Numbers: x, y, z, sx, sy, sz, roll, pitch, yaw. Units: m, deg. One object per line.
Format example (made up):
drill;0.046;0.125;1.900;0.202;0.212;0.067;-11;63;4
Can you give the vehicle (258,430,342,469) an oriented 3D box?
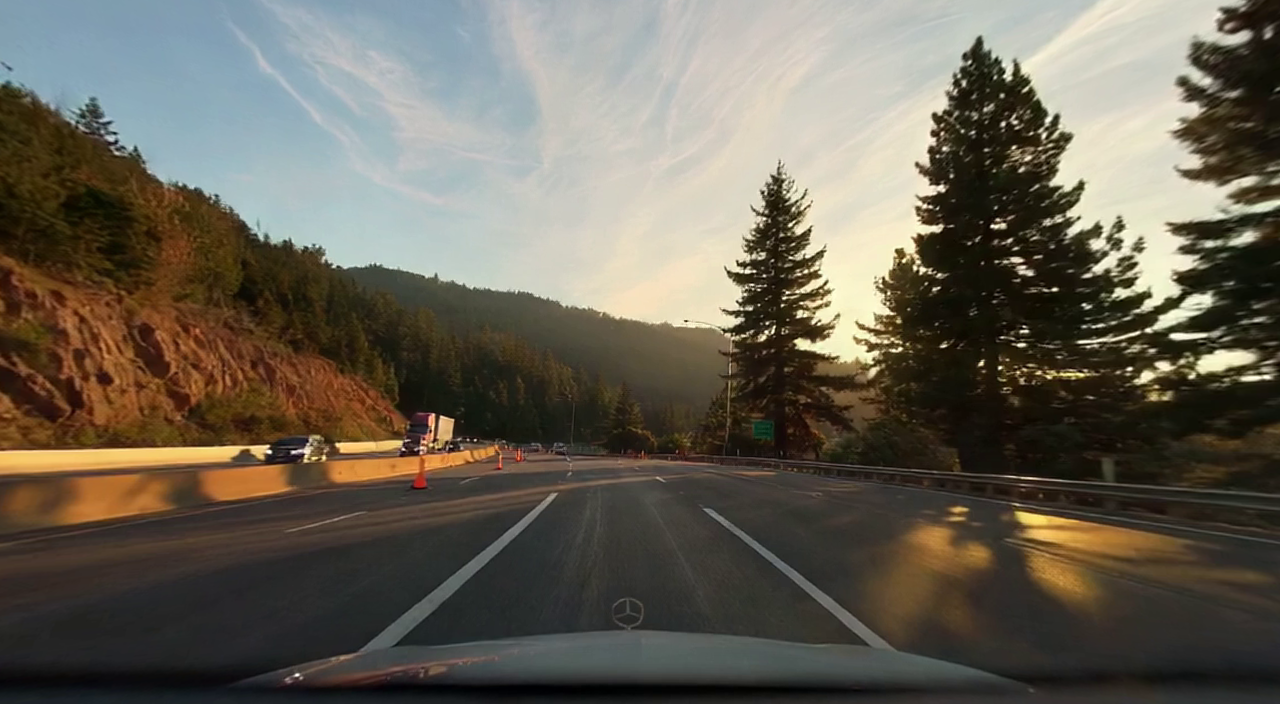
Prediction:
vehicle;-17.921;5.172;33.547;1.991;1.881;4.980;1;-9;-4
